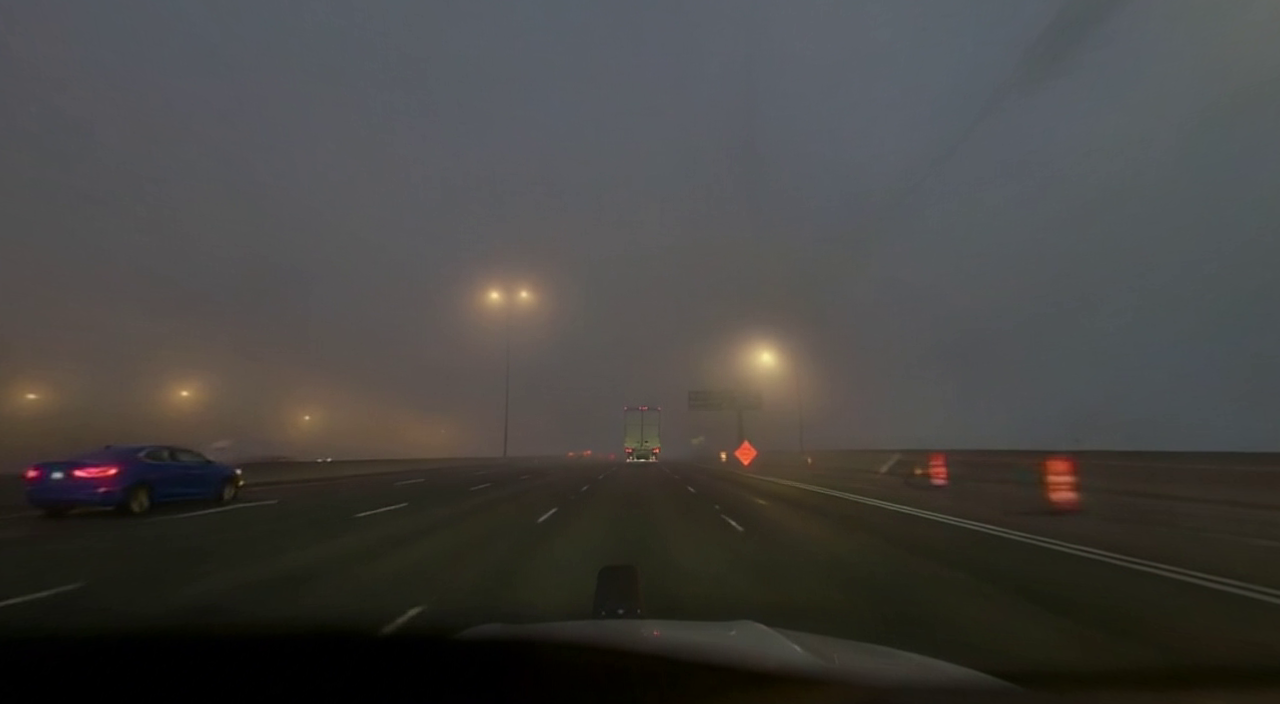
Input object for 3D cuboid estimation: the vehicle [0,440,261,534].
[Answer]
[{"bbox_3d":[-10.401,2.622,12.966,2.096,1.538,4.998,0,-9,0],"label":"vehicle"}]
